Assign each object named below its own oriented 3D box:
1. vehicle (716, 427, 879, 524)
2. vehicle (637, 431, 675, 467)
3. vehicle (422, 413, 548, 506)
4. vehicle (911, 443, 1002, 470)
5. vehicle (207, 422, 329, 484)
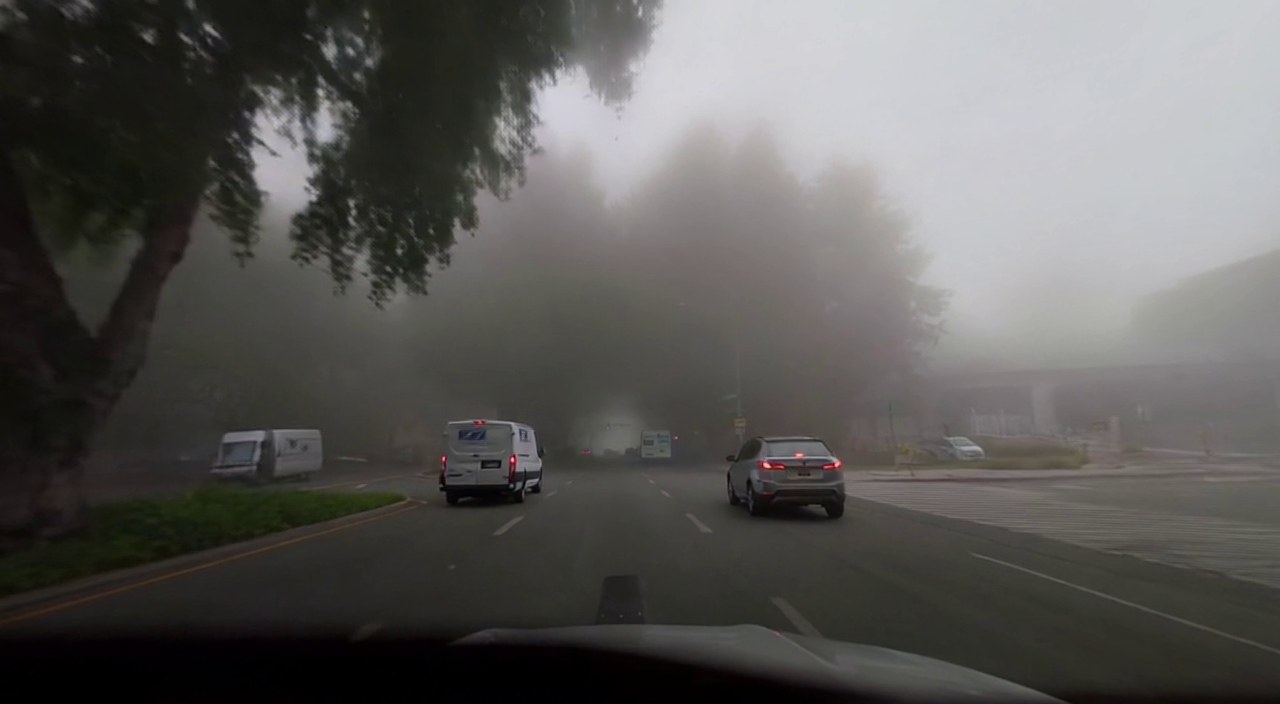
[{"bbox_3d":[3.027,2.504,13.339,2.087,1.658,4.612,0,-9,-2],"label":"vehicle"},{"bbox_3d":[1.118,7.284,47.568,2.397,2.566,5.324,0,-9,-4],"label":"vehicle"},{"bbox_3d":[-4.069,2.945,17.579,2.420,2.227,4.499,0,-9,-1],"label":"vehicle"},{"bbox_3d":[17.916,5.899,35.828,4.210,1.480,1.922,2,-9,-11],"label":"vehicle"},{"bbox_3d":[-23.636,6.493,40.854,2.883,3.560,8.400,0,-9,-1],"label":"vehicle"}]
